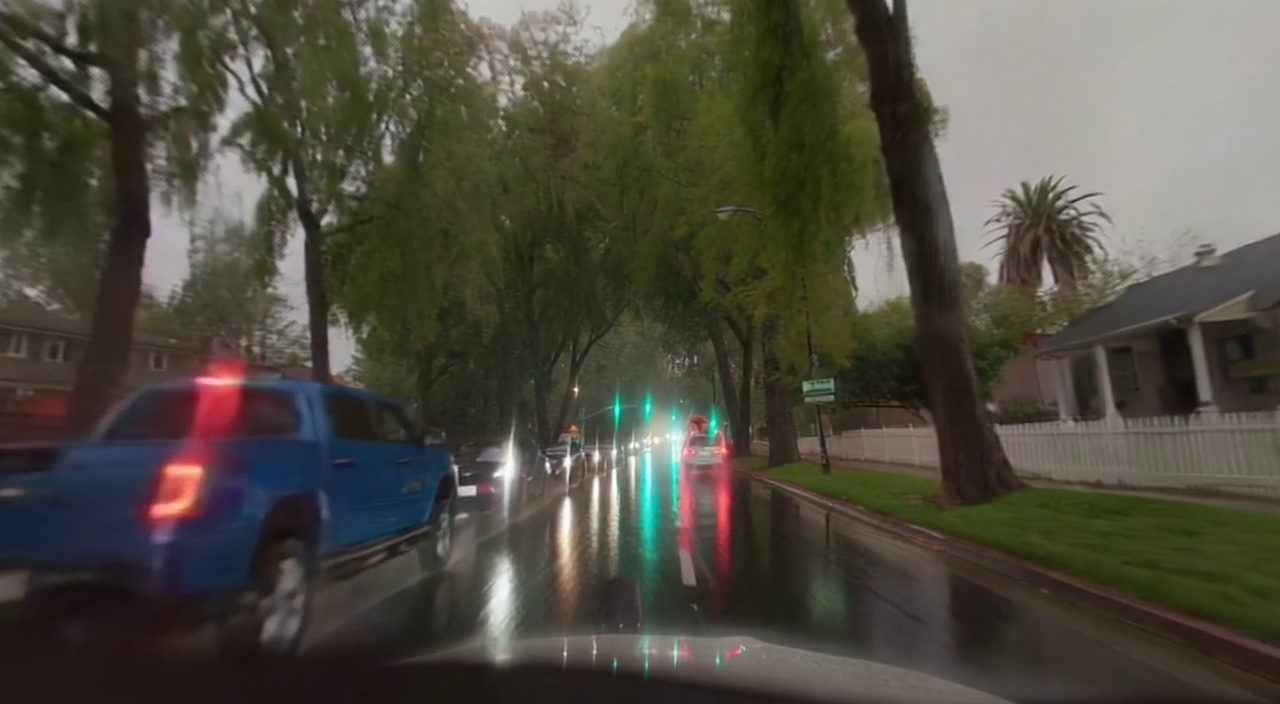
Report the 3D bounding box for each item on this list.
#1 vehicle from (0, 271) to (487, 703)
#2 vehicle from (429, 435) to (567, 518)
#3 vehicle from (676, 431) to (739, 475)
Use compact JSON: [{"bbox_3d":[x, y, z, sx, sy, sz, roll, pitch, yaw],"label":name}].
[{"bbox_3d":[-3.172,1.043,5.271,2.405,2.058,5.193,0,-9,1],"label":"vehicle"},{"bbox_3d":[-2.783,2.540,13.370,1.807,1.475,3.952,-1,-9,3],"label":"vehicle"},{"bbox_3d":[2.707,4.191,26.380,2.258,1.682,4.635,0,-9,2],"label":"vehicle"}]
